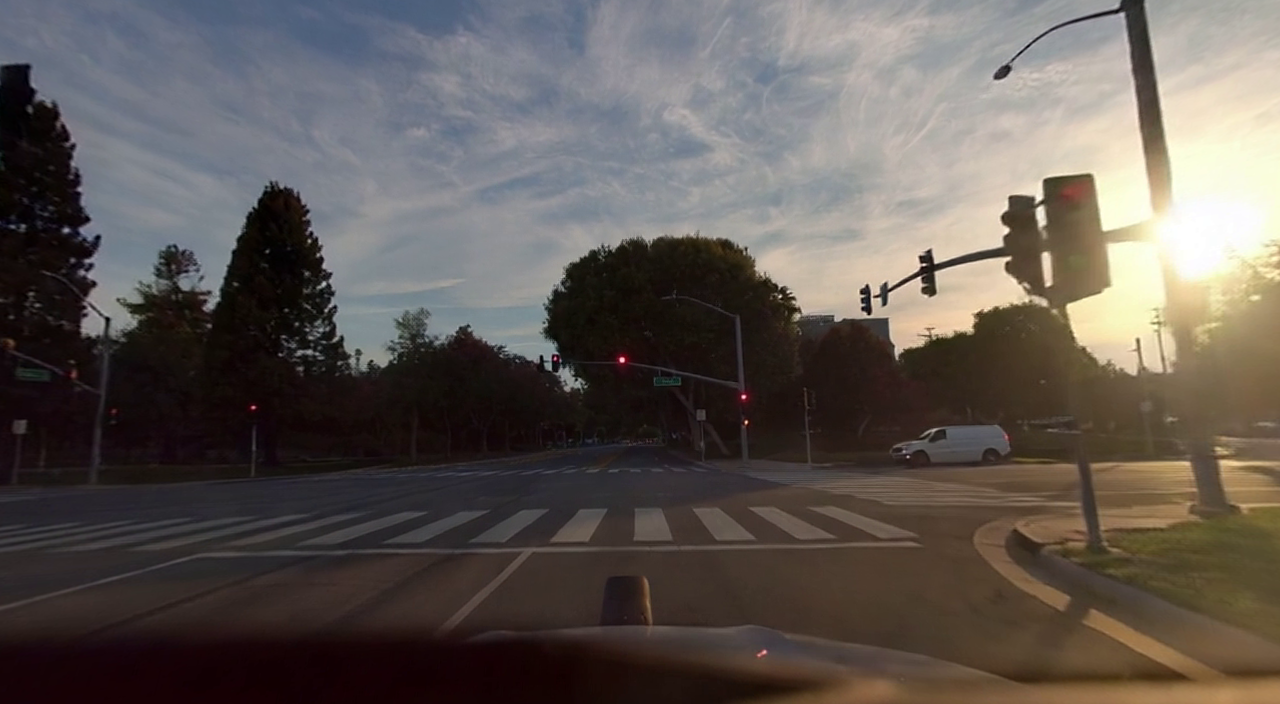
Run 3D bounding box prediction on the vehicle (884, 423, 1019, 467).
[{"bbox_3d":[13.464,4.040,27.454,4.790,1.798,1.909,0,-8,1],"label":"vehicle"}]
